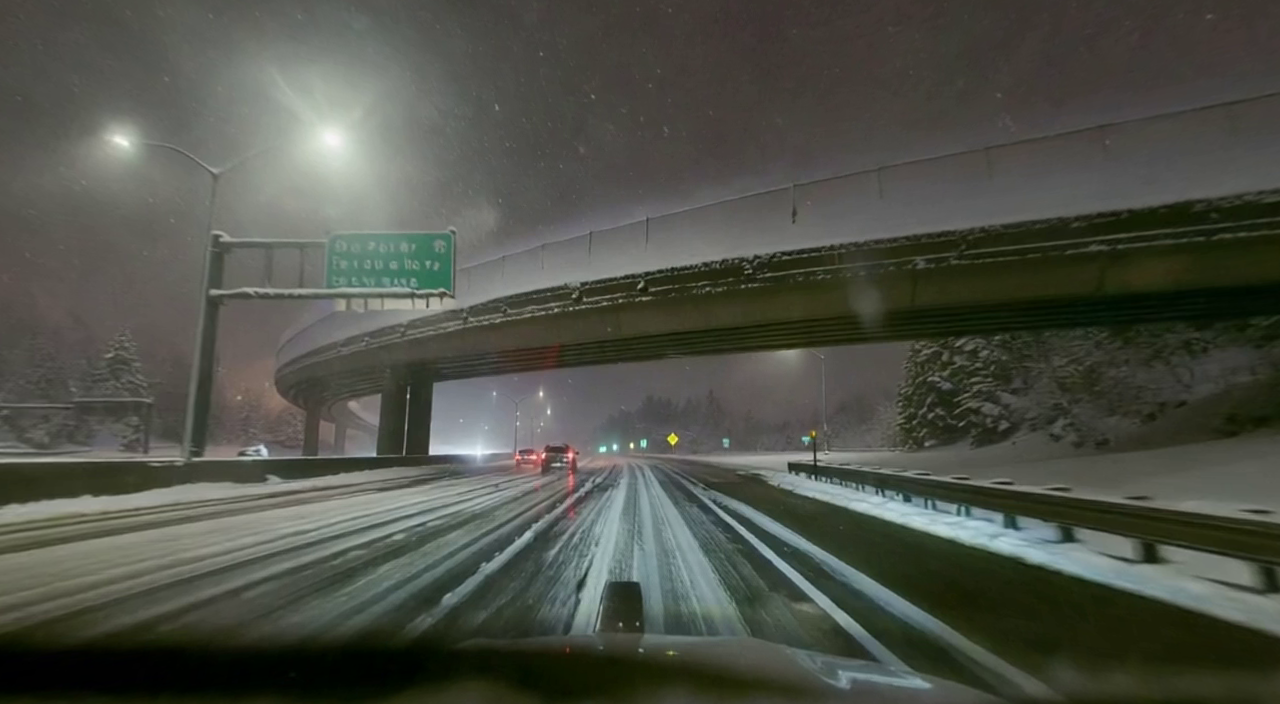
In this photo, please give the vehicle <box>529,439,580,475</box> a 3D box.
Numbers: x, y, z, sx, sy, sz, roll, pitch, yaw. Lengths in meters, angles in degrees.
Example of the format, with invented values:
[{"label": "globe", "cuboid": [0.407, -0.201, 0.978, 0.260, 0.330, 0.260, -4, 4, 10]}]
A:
[{"label": "vehicle", "cuboid": [-4.085, 5.093, 30.863, 1.971, 1.643, 4.009, 0, -8, -1]}]
